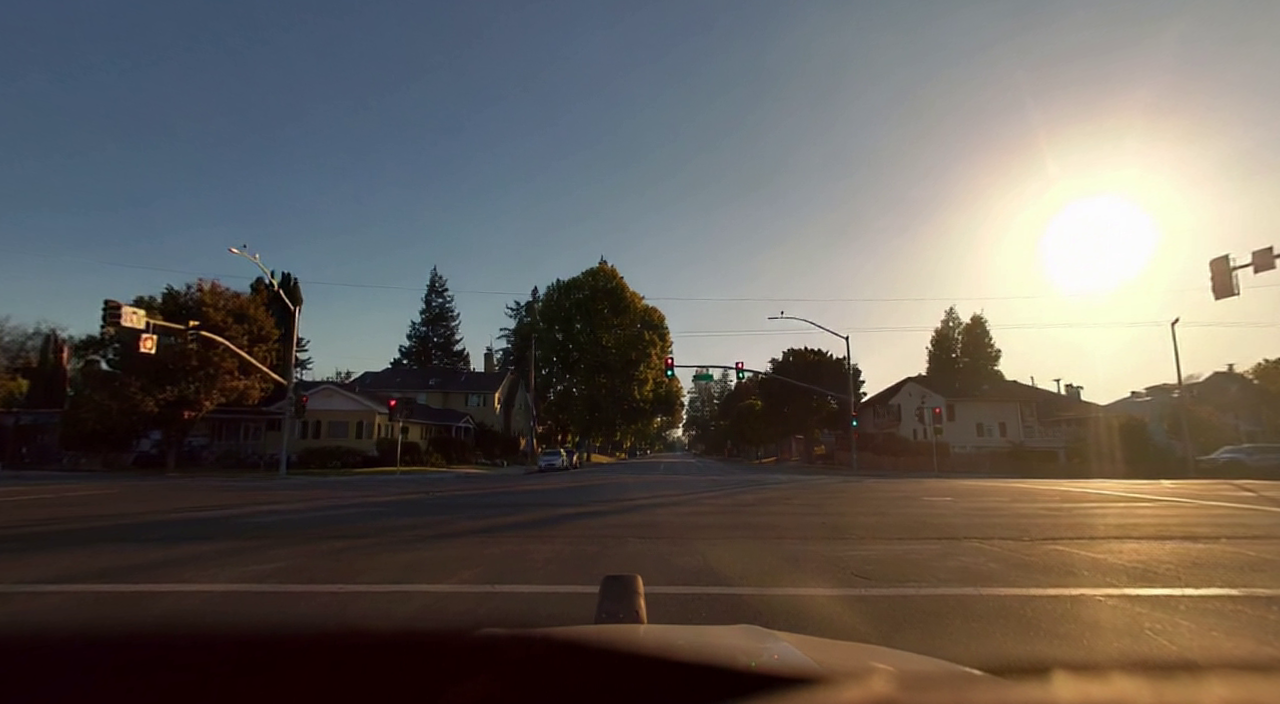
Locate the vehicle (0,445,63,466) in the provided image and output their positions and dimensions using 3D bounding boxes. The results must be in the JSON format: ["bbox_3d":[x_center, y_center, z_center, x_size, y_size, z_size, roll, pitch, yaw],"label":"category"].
[{"bbox_3d":[-44.281,7.434,45.376,3.949,1.422,1.744,0,-9,1],"label":"vehicle"}]

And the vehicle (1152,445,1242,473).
[{"bbox_3d":[36.780,7.053,41.876,1.853,1.723,4.460,0,-9,0],"label":"vehicle"}]
